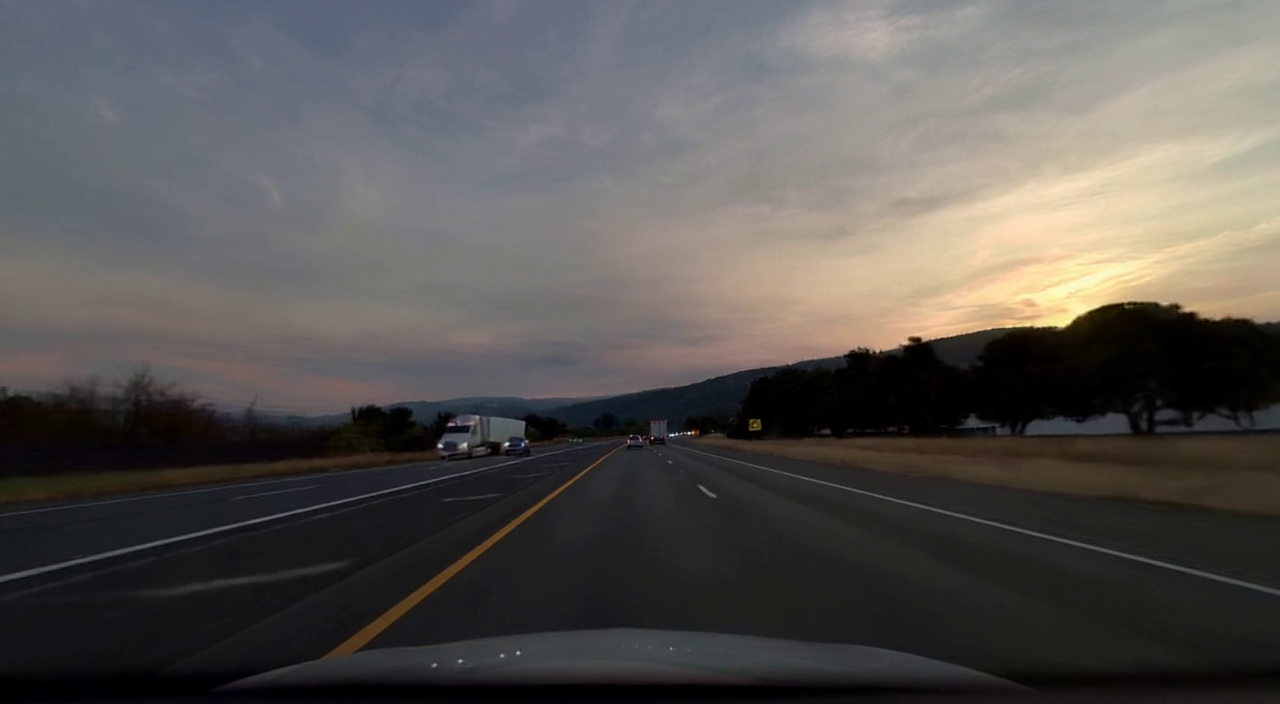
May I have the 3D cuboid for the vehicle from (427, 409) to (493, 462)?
[{"bbox_3d":[-13.542,6.376,48.175,2.653,3.576,8.959,-1,-7,-1],"label":"vehicle"}]

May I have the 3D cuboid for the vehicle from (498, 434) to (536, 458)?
[{"bbox_3d":[-9.433,7.255,48.642,2.058,1.735,4.603,0,-8,0],"label":"vehicle"}]
